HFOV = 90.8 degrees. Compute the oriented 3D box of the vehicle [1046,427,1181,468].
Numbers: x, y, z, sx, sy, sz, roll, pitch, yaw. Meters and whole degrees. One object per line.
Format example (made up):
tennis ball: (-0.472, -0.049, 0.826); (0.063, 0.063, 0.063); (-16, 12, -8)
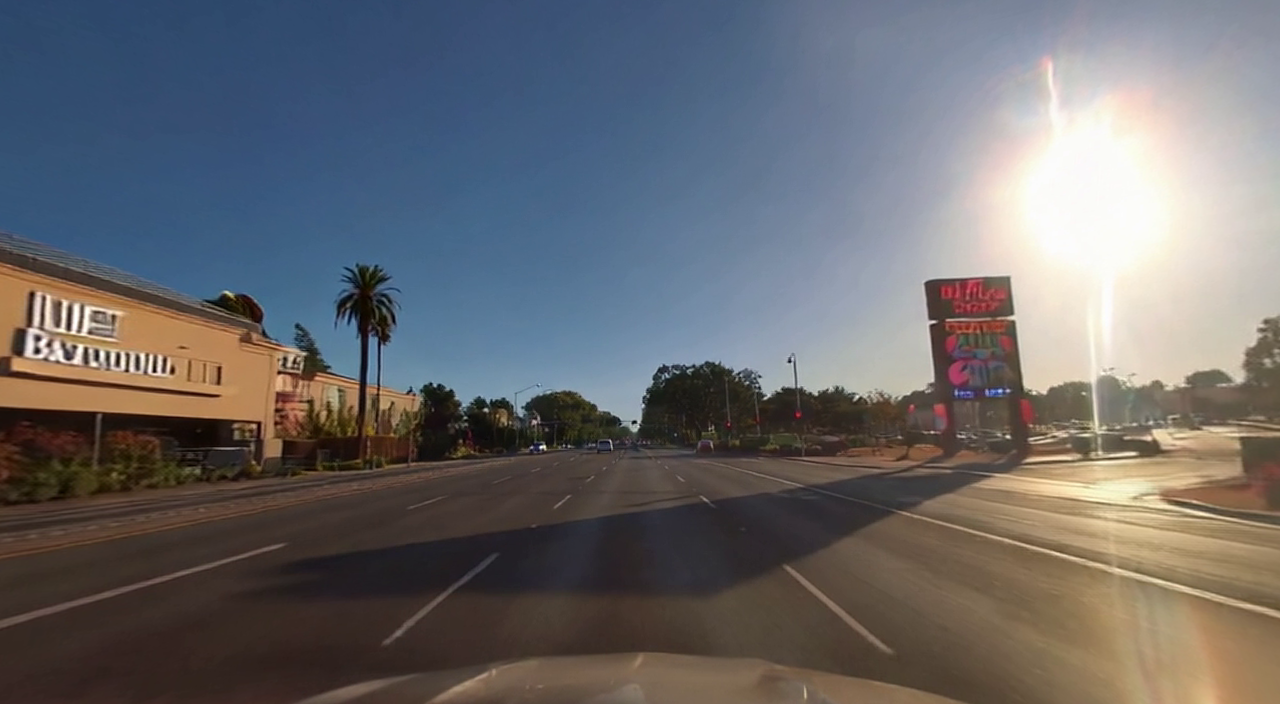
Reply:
vehicle: (21.534, 4.357, 28.871); (4.620, 1.475, 1.904); (-3, -8, -3)
